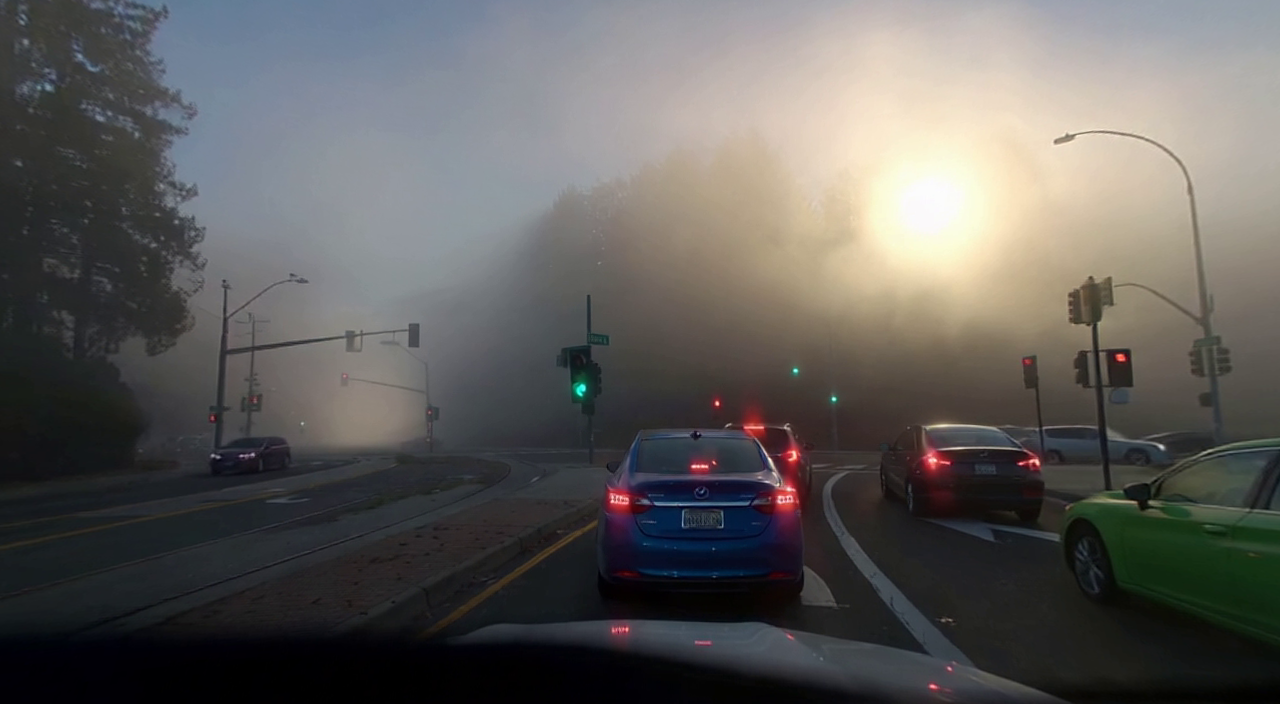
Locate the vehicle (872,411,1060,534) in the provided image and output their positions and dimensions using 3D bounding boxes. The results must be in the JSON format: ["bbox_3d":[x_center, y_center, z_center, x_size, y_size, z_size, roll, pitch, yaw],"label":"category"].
[{"bbox_3d":[5.499,2.049,11.295,2.102,1.717,4.373,-2,-9,16],"label":"vehicle"}]

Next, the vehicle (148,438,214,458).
[{"bbox_3d":[-35.467,7.434,48.588,1.652,1.433,3.733,-7,-11,40],"label":"vehicle"}]

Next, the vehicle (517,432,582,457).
[{"bbox_3d":[-6.052,6.108,41.537,1.932,1.573,4.509,8,-12,-44],"label":"vehicle"}]

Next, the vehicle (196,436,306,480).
[{"bbox_3d":[-14.313,3.892,23.464,1.976,1.458,4.645,2,-8,-12],"label":"vehicle"}]

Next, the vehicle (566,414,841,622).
[{"bbox_3d":[0.832,1.500,6.698,2.052,1.483,3.928,-2,-8,12],"label":"vehicle"}]

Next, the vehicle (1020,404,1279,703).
[{"bbox_3d":[4.222,1.061,3.382,1.954,1.508,4.441,-1,-8,6],"label":"vehicle"}]

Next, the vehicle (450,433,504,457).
[{"bbox_3d":[-12.565,7.120,48.170,1.972,1.705,4.457,8,-11,-44],"label":"vehicle"}]
